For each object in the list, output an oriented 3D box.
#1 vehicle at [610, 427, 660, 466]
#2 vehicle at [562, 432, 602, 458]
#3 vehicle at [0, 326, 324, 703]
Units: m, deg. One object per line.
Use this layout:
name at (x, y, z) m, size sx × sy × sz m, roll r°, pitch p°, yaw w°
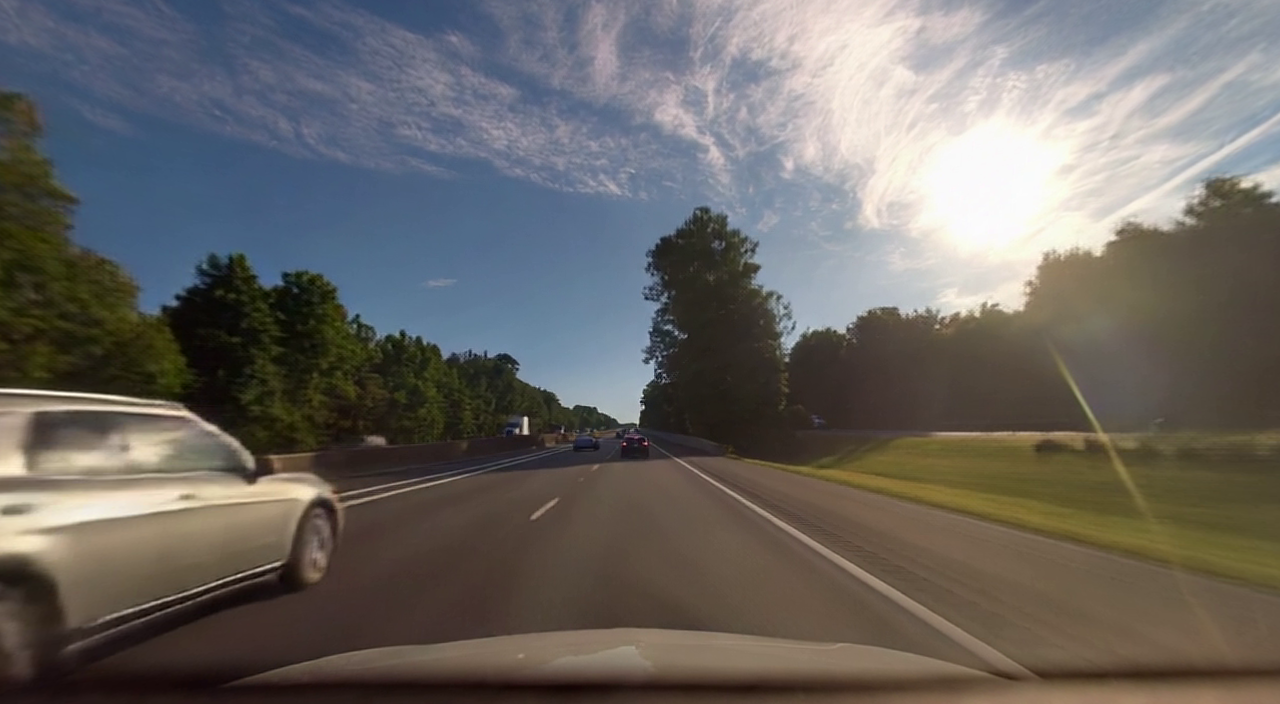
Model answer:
vehicle at (-0.209, 4.334, 29.180) m, size 2.134 × 1.654 × 4.174 m, roll 0°, pitch -8°, yaw 0°
vehicle at (-3.560, 5.794, 39.438) m, size 2.030 × 1.491 × 4.046 m, roll 0°, pitch -8°, yaw 1°
vehicle at (-3.813, 0.806, 2.901) m, size 2.251 × 1.749 × 4.820 m, roll 0°, pitch -8°, yaw -1°
